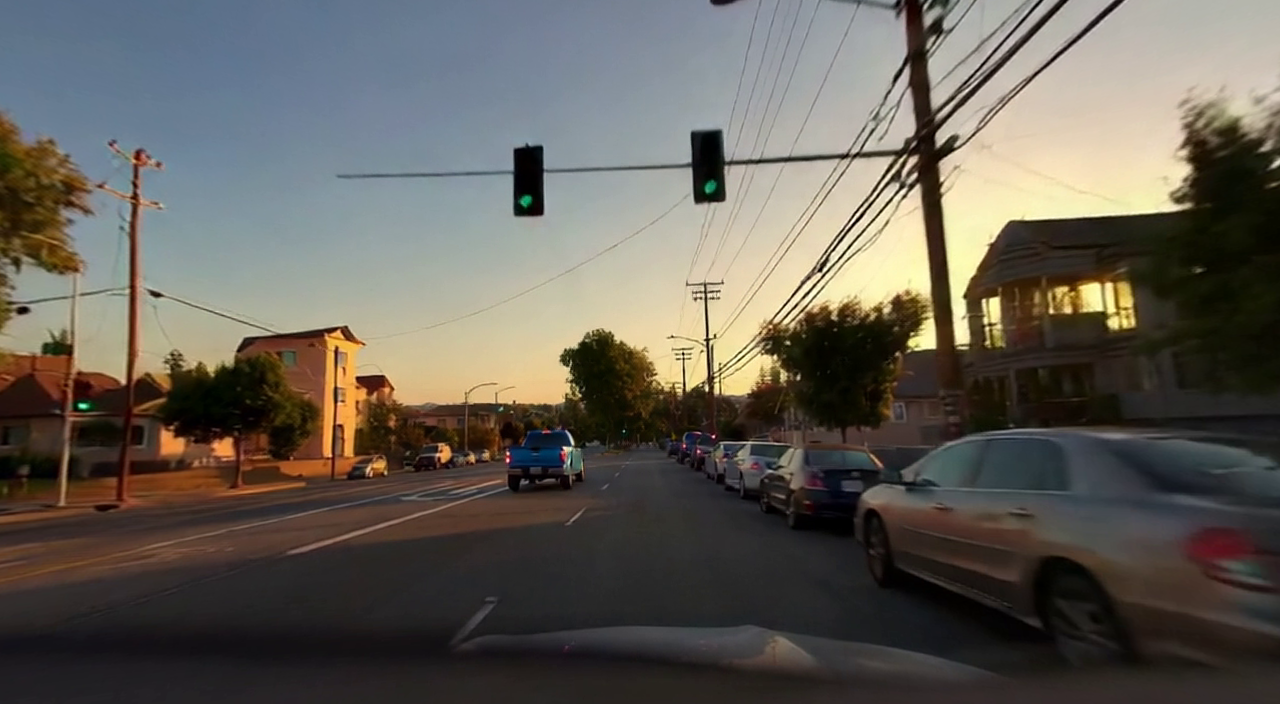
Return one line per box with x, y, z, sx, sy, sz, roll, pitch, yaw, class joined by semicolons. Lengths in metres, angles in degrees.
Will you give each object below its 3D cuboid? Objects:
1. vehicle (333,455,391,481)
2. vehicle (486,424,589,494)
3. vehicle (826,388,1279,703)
-18.584;7.777;42.385;1.908;1.614;4.092;0;-9;2;vehicle
-3.020;3.344;19.936;2.242;1.890;5.306;0;-9;1;vehicle
2.965;1.227;4.500;1.927;1.513;4.617;0;-9;1;vehicle
